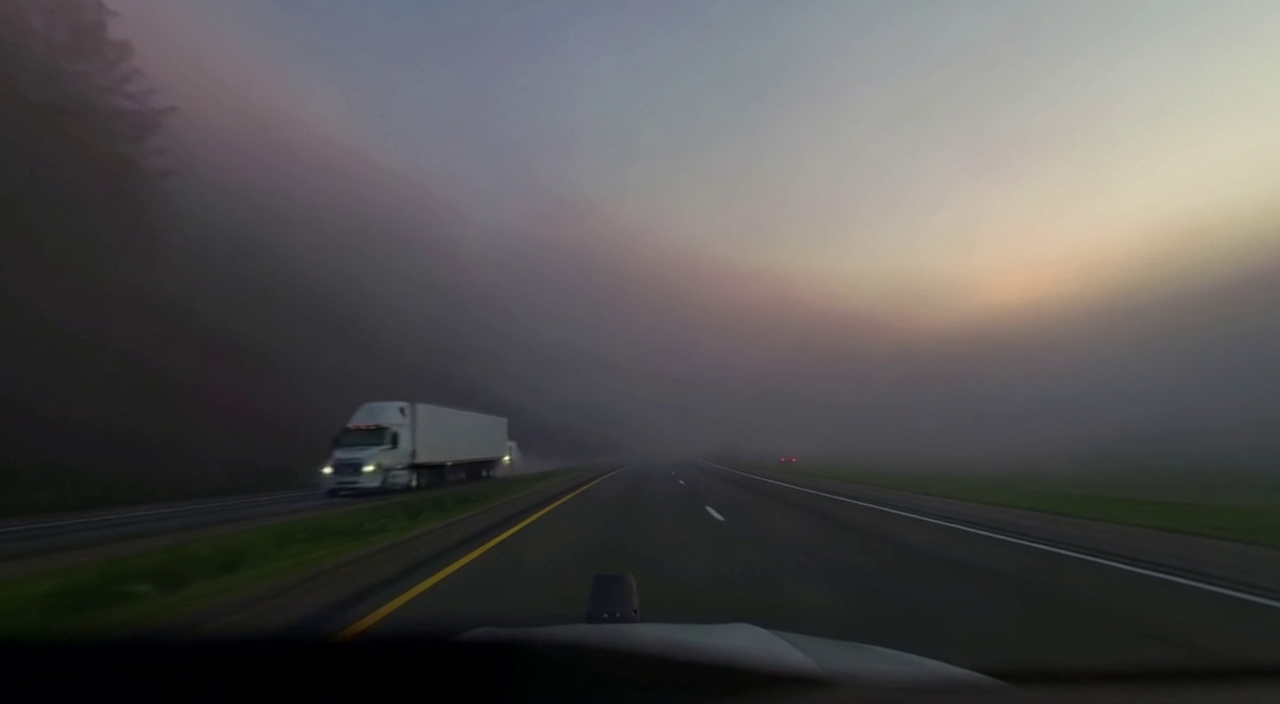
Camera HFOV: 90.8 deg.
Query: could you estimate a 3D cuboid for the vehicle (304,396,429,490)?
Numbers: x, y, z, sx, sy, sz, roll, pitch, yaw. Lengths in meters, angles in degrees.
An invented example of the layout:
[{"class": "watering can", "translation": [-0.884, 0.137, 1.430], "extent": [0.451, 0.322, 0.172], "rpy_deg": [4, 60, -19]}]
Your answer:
[{"class": "vehicle", "translation": [-12.170, 4.165, 28.747], "extent": [2.954, 3.839, 5.609], "rpy_deg": [0, -9, 1]}]
